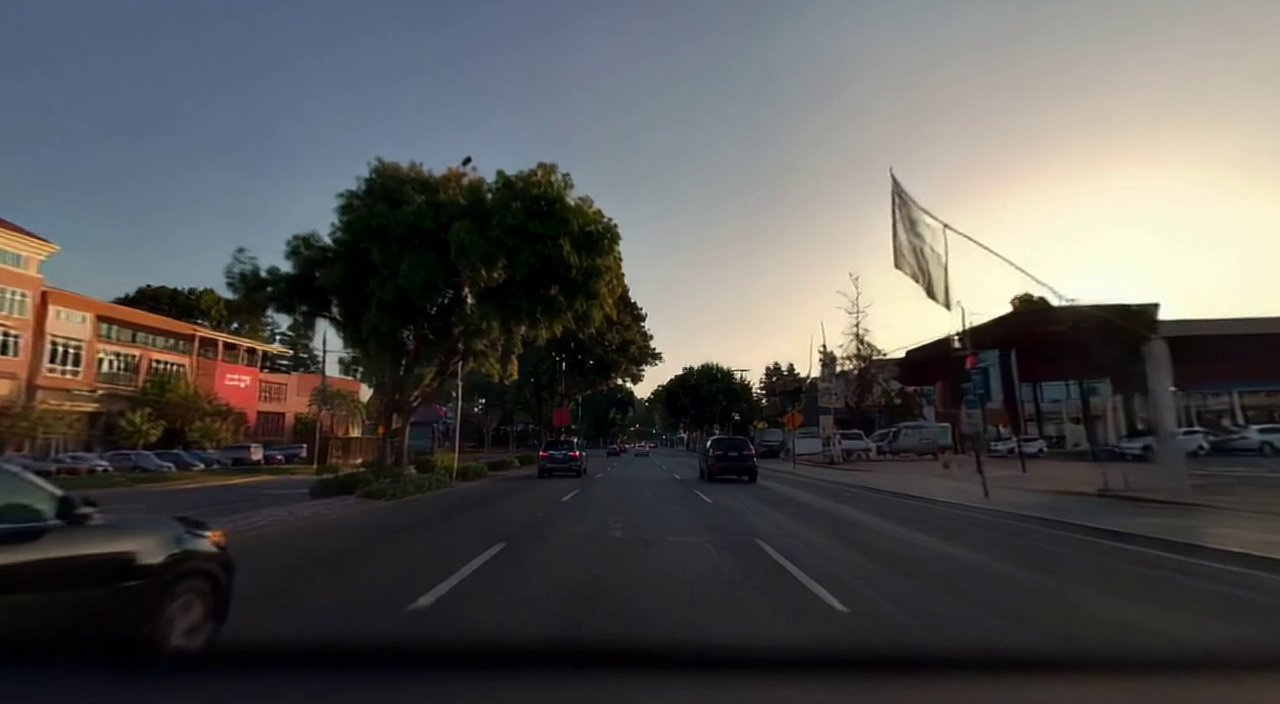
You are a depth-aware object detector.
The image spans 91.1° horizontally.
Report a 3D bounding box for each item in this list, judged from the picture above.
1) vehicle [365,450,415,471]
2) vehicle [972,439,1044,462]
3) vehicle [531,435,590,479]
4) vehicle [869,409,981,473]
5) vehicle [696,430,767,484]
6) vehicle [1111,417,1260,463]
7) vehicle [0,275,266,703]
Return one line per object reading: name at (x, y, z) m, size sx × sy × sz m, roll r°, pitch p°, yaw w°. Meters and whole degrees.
vehicle at (-19.503, 8.480, 49.156) m, size 1.993 × 1.483 × 4.533 m, roll 0°, pitch -9°, yaw 1°
vehicle at (27.918, 7.488, 47.732) m, size 4.126 × 1.642 × 2.073 m, roll 0°, pitch -9°, yaw -5°
vehicle at (-3.448, 4.659, 28.102) m, size 2.014 × 1.775 × 4.404 m, roll 0°, pitch -9°, yaw 0°
vehicle at (16.016, 5.156, 35.972) m, size 2.919 × 3.125 × 7.218 m, roll 2°, pitch -9°, yaw -1°
vehicle at (3.454, 4.096, 24.678) m, size 2.024 × 1.921 × 4.431 m, roll 0°, pitch -9°, yaw -1°
vehicle at (29.044, 4.768, 33.615) m, size 5.686 × 2.220 × 2.112 m, roll -1°, pitch -11°, yaw 2°
vehicle at (-3.521, 0.555, 1.529) m, size 2.210 × 1.925 × 4.838 m, roll 0°, pitch -9°, yaw 0°
